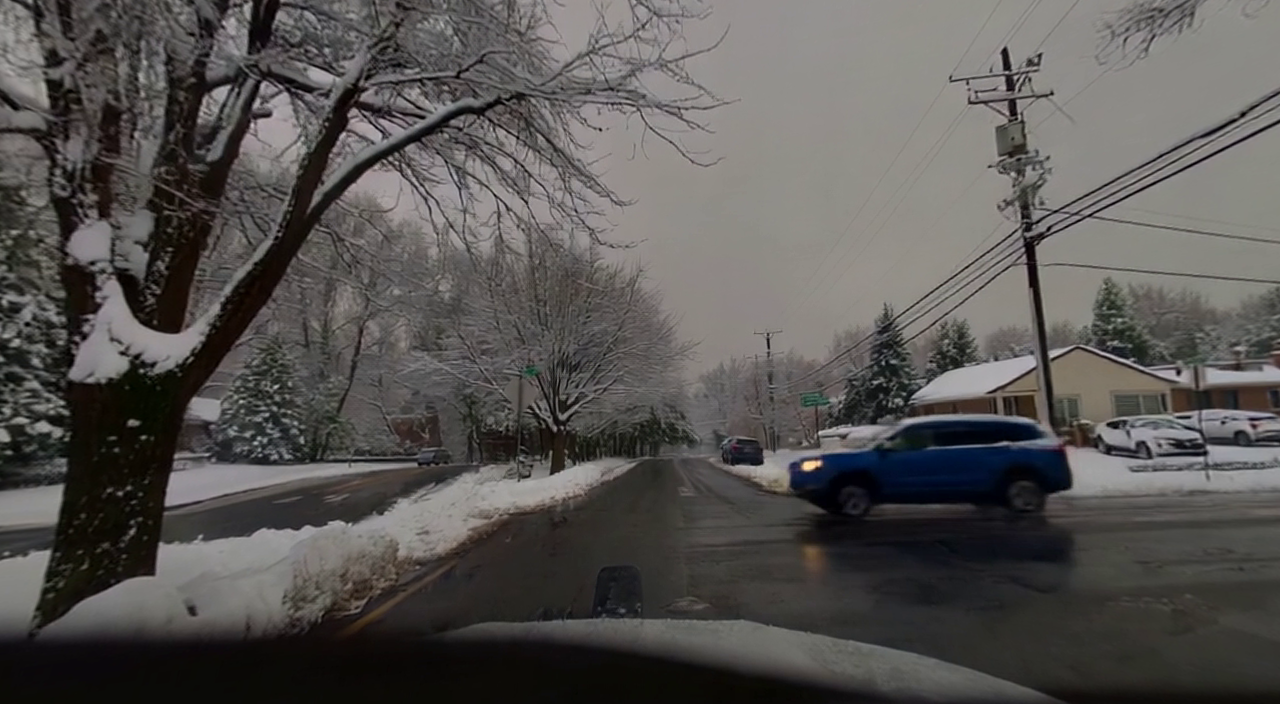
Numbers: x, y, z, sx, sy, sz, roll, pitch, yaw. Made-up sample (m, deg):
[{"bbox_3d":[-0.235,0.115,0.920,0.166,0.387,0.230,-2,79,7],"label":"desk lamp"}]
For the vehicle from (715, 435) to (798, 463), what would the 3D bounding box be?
[{"bbox_3d":[7.262,6.062,39.646,4.784,1.647,1.947,0,-8,-5],"label":"vehicle"}]

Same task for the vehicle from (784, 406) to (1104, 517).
[{"bbox_3d":[5.386,1.994,11.773,4.809,1.834,2.181,0,-8,-2],"label":"vehicle"}]
